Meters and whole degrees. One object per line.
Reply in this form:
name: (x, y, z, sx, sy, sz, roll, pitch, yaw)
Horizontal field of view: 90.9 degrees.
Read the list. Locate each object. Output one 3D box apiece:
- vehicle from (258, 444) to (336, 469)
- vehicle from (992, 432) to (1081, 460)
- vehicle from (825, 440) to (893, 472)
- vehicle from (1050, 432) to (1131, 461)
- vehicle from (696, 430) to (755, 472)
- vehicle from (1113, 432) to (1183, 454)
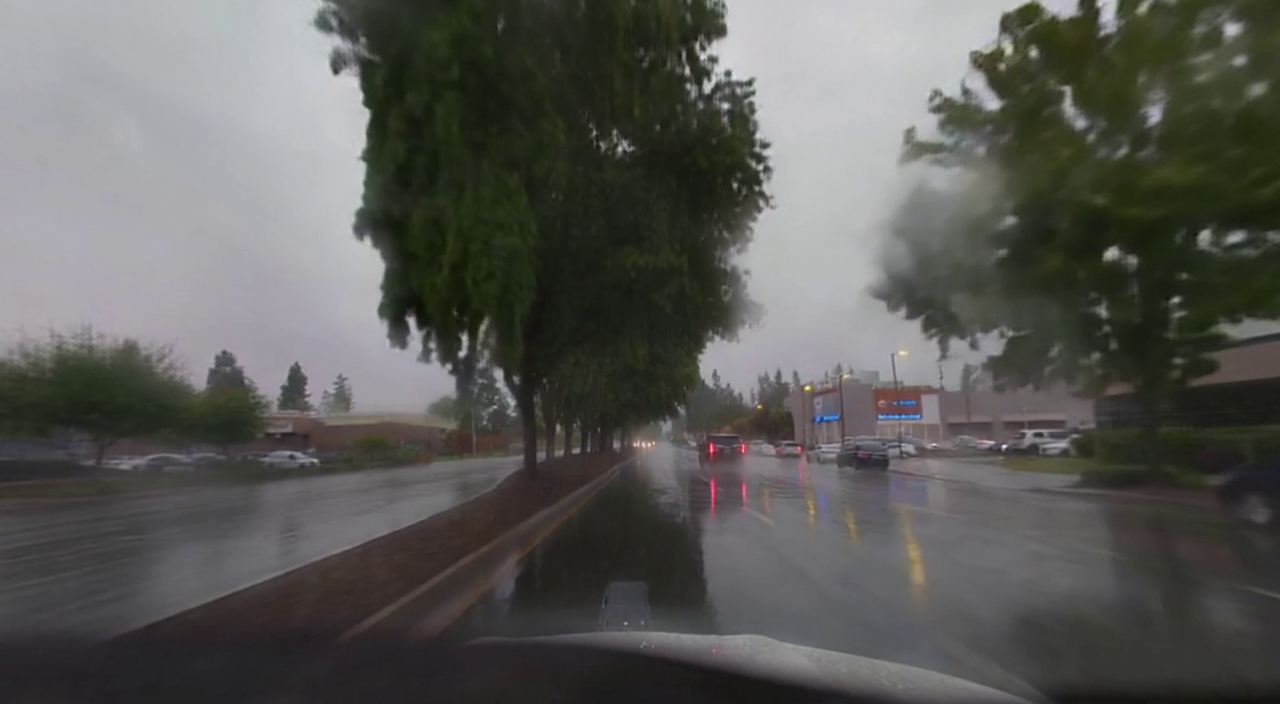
vehicle: (-26.806, 8.176, 49.374, 4.874, 1.859, 2.019, 0, -8, -2)
vehicle: (23.202, 5.553, 37.147, 1.926, 1.503, 4.994, 0, -8, -1)
vehicle: (11.070, 5.283, 32.220, 1.842, 1.474, 4.456, 0, -8, 0)
vehicle: (26.046, 5.431, 36.586, 1.868, 1.500, 3.853, -1, -7, 1)
vehicle: (4.038, 4.795, 30.695, 2.183, 1.845, 4.482, 0, -8, -1)
vehicle: (32.964, 5.924, 41.025, 1.563, 1.393, 3.573, 0, -8, 0)
